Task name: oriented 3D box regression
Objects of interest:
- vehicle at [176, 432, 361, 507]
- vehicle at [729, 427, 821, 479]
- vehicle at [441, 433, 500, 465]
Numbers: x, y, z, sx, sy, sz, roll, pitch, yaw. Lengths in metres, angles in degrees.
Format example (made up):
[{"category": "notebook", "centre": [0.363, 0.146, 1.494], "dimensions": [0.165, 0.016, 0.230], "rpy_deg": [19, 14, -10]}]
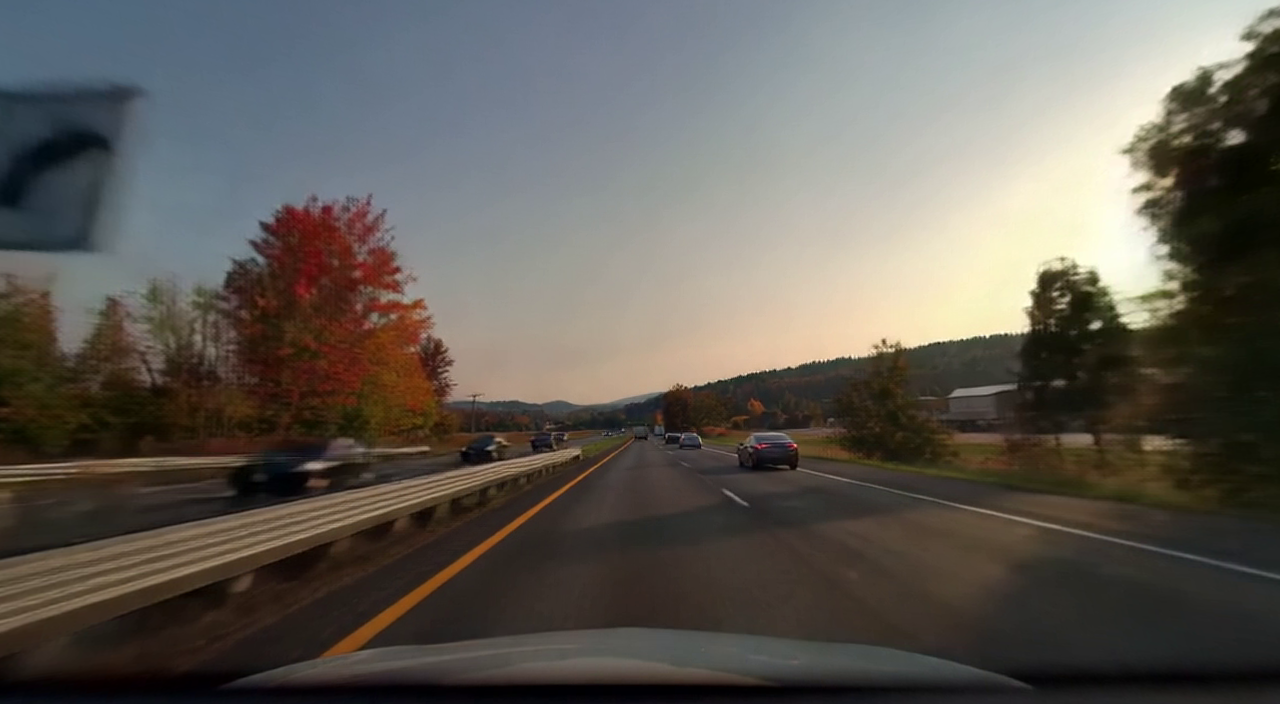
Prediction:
[{"category": "vehicle", "centre": [-8.598, 2.722, 15.076], "dimensions": [1.861, 1.504, 4.286], "rpy_deg": [0, -8, -1]}, {"category": "vehicle", "centre": [4.294, 3.285, 20.678], "dimensions": [2.024, 1.516, 4.197], "rpy_deg": [0, -8, -1]}, {"category": "vehicle", "centre": [-8.730, 5.046, 32.756], "dimensions": [1.896, 1.530, 4.235], "rpy_deg": [0, -8, 0]}]
